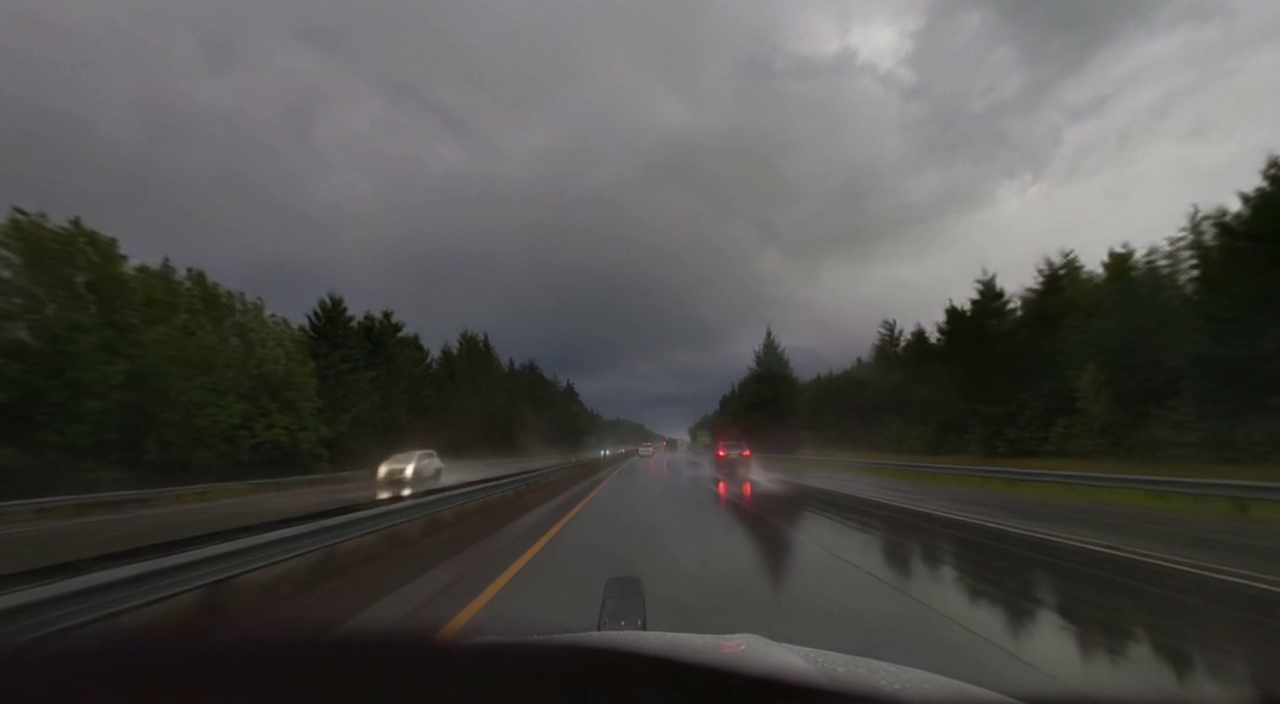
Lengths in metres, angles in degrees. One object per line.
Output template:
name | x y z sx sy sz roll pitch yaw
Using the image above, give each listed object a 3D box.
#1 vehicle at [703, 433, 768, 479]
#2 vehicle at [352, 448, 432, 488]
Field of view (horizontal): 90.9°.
vehicle | 4.456 4.944 30.189 2.189 2.007 4.872 0 -9 -1
vehicle | -12.897 6.029 33.155 2.093 1.934 5.161 0 -9 0
